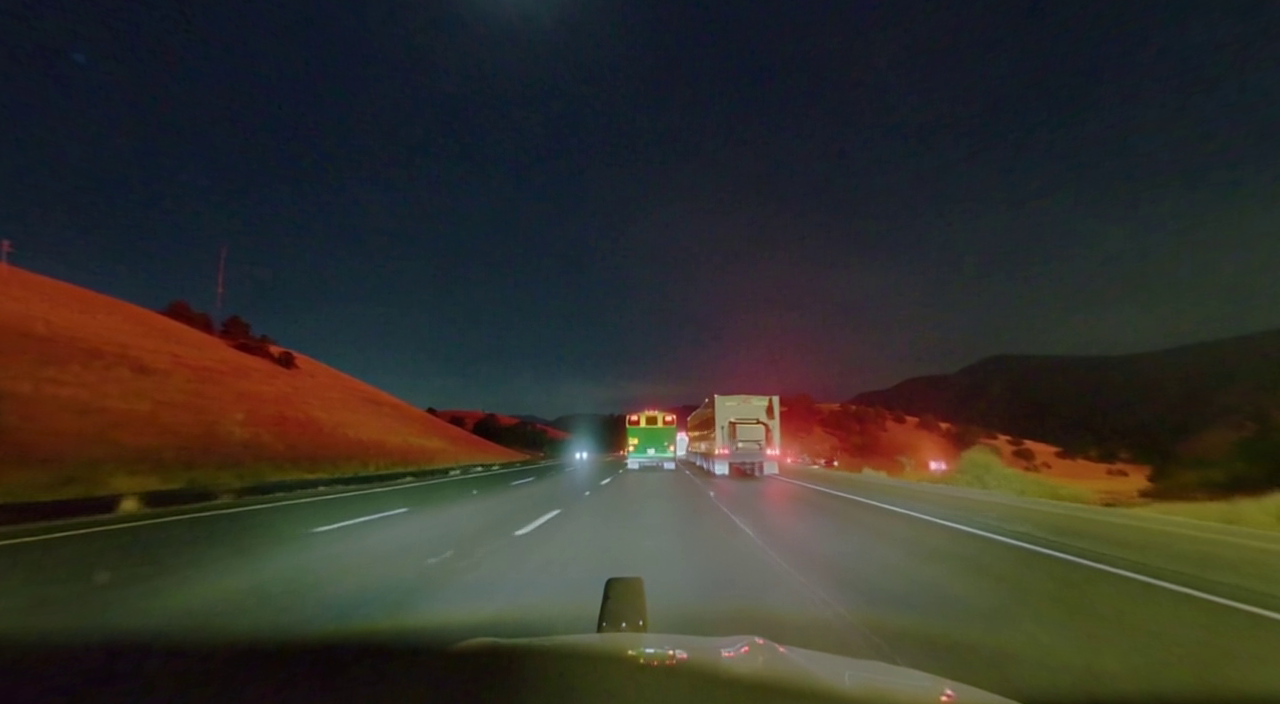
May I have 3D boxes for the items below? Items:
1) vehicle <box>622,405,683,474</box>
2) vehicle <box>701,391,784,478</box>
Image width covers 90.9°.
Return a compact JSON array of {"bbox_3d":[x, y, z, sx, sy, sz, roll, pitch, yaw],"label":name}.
[{"bbox_3d":[0.710,4.970,35.583,2.948,3.265,10.569,0,-8,1],"label":"vehicle"},{"bbox_3d":[4.717,4.013,30.503,2.716,3.705,7.018,0,-8,0],"label":"vehicle"}]
